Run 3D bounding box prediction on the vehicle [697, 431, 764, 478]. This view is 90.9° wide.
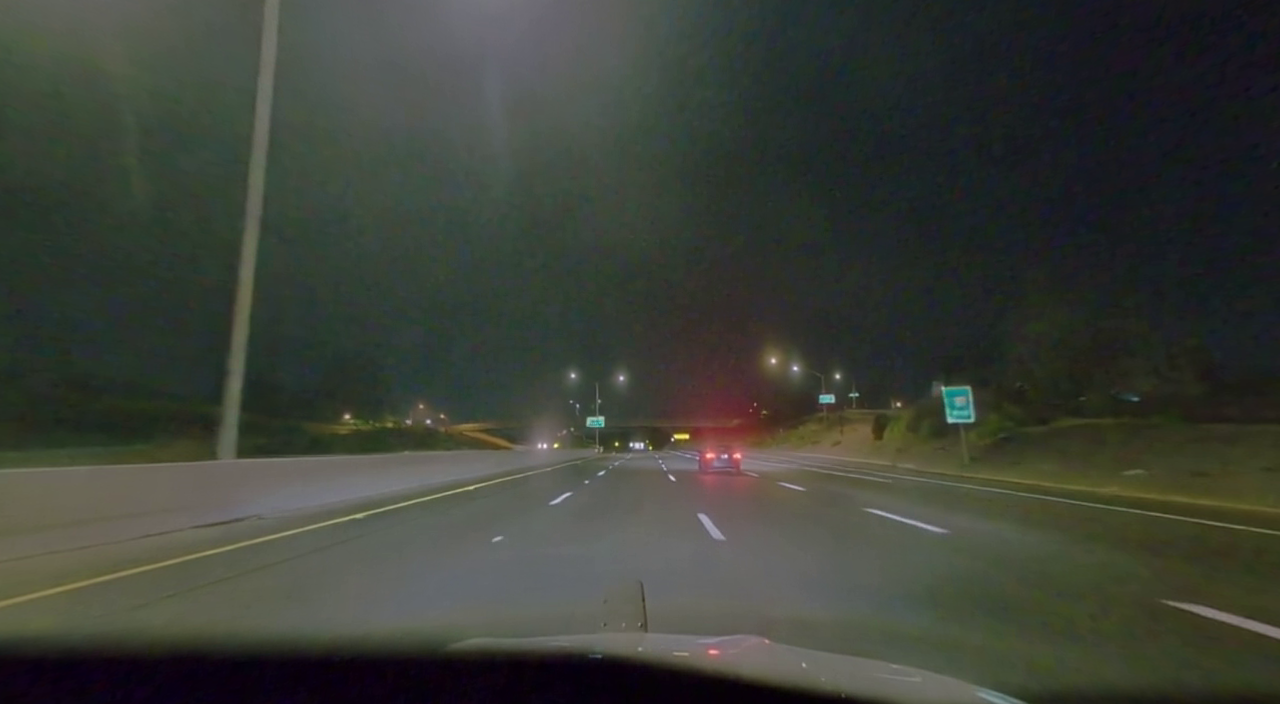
[{"bbox_3d":[3.590,4.170,25.850,2.039,1.701,4.834,0,-8,0],"label":"vehicle"}]
